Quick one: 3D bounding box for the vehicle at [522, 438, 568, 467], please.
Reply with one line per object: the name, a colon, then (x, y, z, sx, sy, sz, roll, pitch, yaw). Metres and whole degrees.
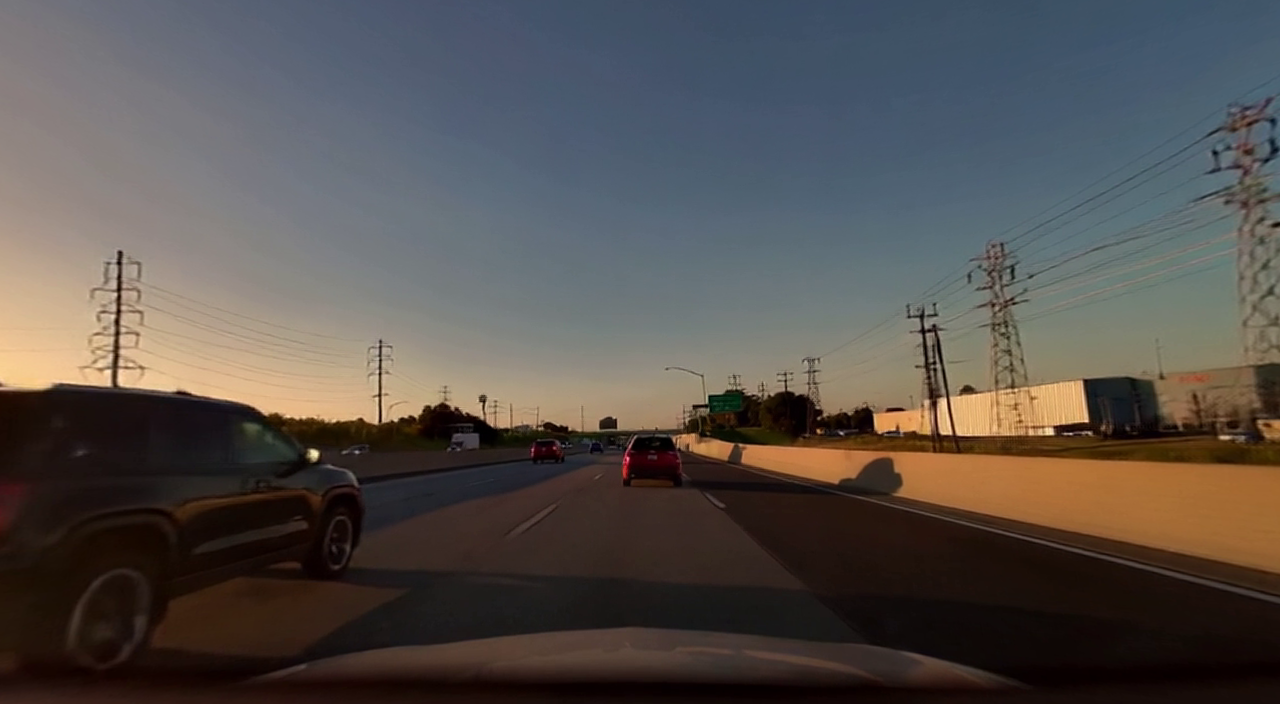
vehicle: (-6.230, 6.658, 41.894, 2.220, 1.841, 4.516, 0, -9, 2)

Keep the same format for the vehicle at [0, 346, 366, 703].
vehicle: (-3.965, 1.094, 4.376, 2.125, 1.764, 4.393, 0, -9, 0)

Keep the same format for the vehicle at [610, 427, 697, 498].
vehicle: (0.326, 3.029, 17.630, 2.134, 1.733, 4.049, 0, -9, 0)
